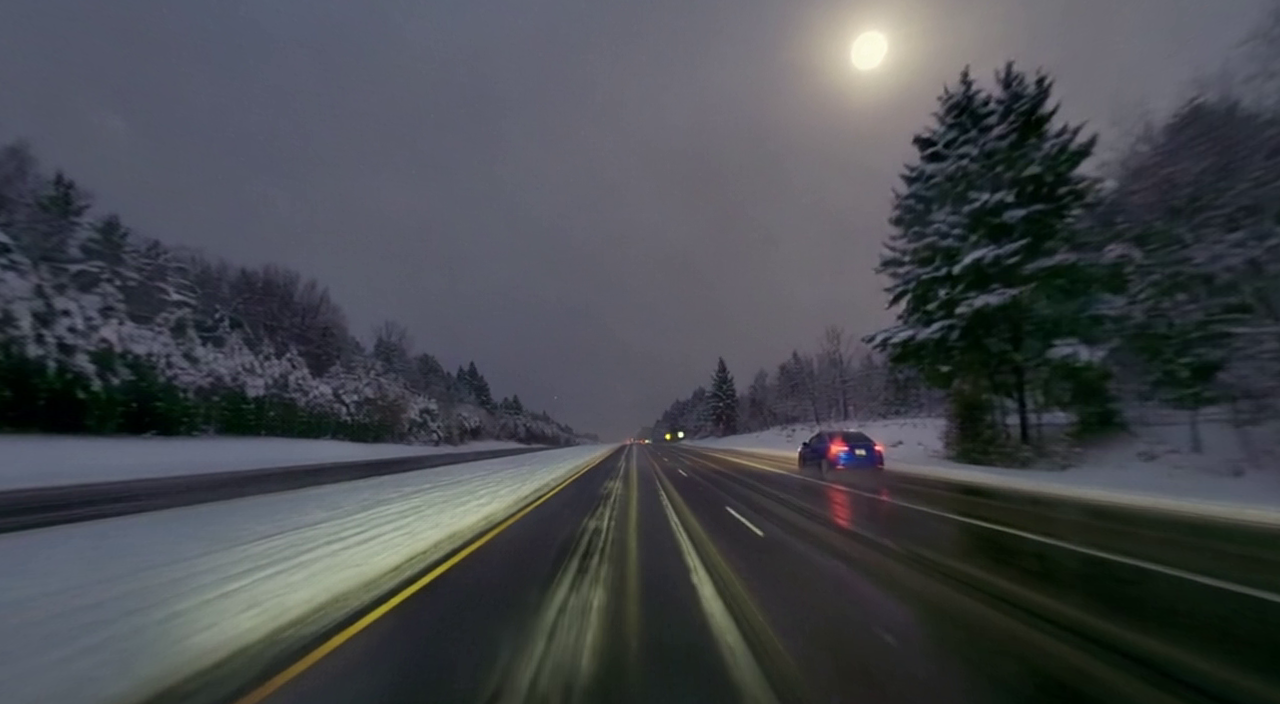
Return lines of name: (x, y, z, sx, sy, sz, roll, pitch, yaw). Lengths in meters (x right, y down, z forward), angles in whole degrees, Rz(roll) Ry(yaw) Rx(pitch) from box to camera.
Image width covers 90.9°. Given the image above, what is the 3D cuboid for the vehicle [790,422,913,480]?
vehicle: (6.878, 3.291, 21.217, 2.273, 1.698, 4.863, 0, -8, -3)
